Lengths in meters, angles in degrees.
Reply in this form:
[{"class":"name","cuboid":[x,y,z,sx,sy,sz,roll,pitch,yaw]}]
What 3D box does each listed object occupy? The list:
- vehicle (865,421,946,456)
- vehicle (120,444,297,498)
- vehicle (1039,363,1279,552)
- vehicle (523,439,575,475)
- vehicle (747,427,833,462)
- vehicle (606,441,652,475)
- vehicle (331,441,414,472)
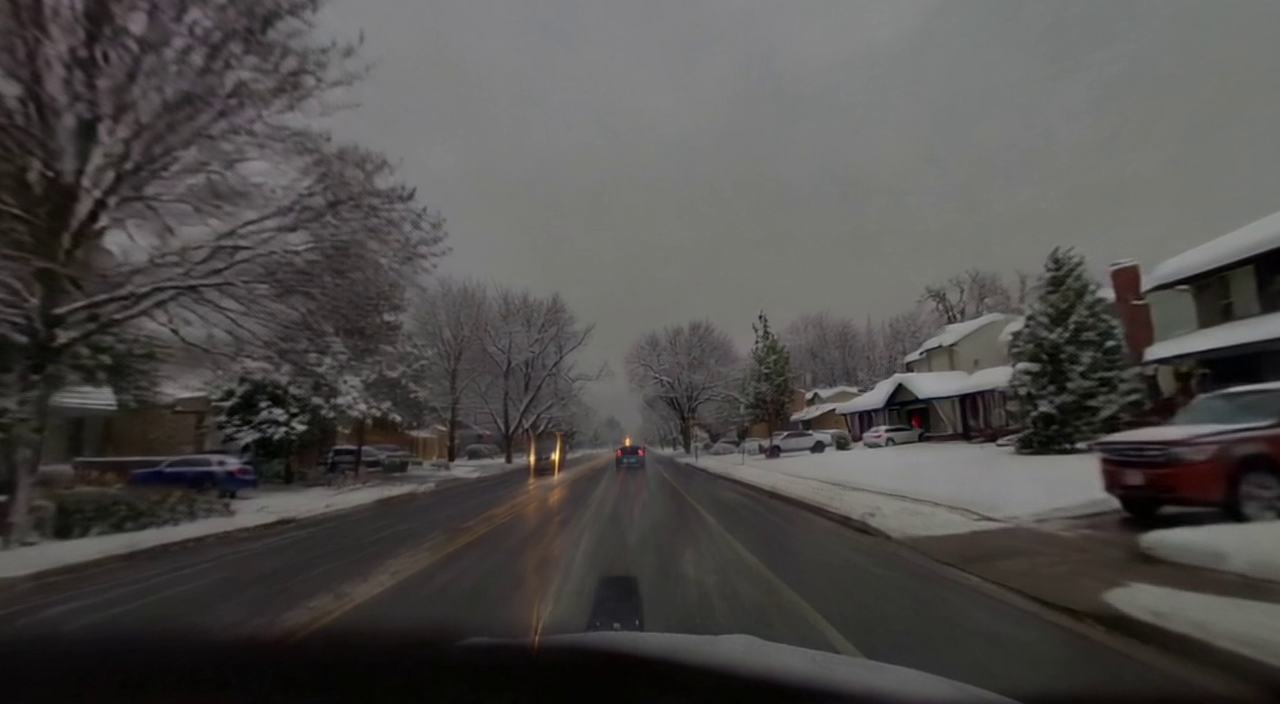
[{"class":"vehicle","cuboid":[15.309,4.940,36.340,4.462,1.699,2.145,2,-7,-36]},{"class":"vehicle","cuboid":[-14.863,4.107,21.952,4.608,1.743,2.222,-1,-9,6]},{"class":"vehicle","cuboid":[8.163,1.059,7.728,4.957,1.857,2.157,-5,-8,-1]},{"class":"vehicle","cuboid":[-5.127,5.943,36.077,2.256,1.838,4.613,-2,-8,0]},{"class":"vehicle","cuboid":[9.206,5.703,39.027,4.634,1.723,1.966,-4,-7,-3]},{"class":"vehicle","cuboid":[-0.509,5.053,30.377,2.098,1.483,4.099,0,-8,-1]},{"class":"vehicle","cuboid":[-17.390,6.791,41.255,4.463,1.917,1.970,1,-8,-5]}]
